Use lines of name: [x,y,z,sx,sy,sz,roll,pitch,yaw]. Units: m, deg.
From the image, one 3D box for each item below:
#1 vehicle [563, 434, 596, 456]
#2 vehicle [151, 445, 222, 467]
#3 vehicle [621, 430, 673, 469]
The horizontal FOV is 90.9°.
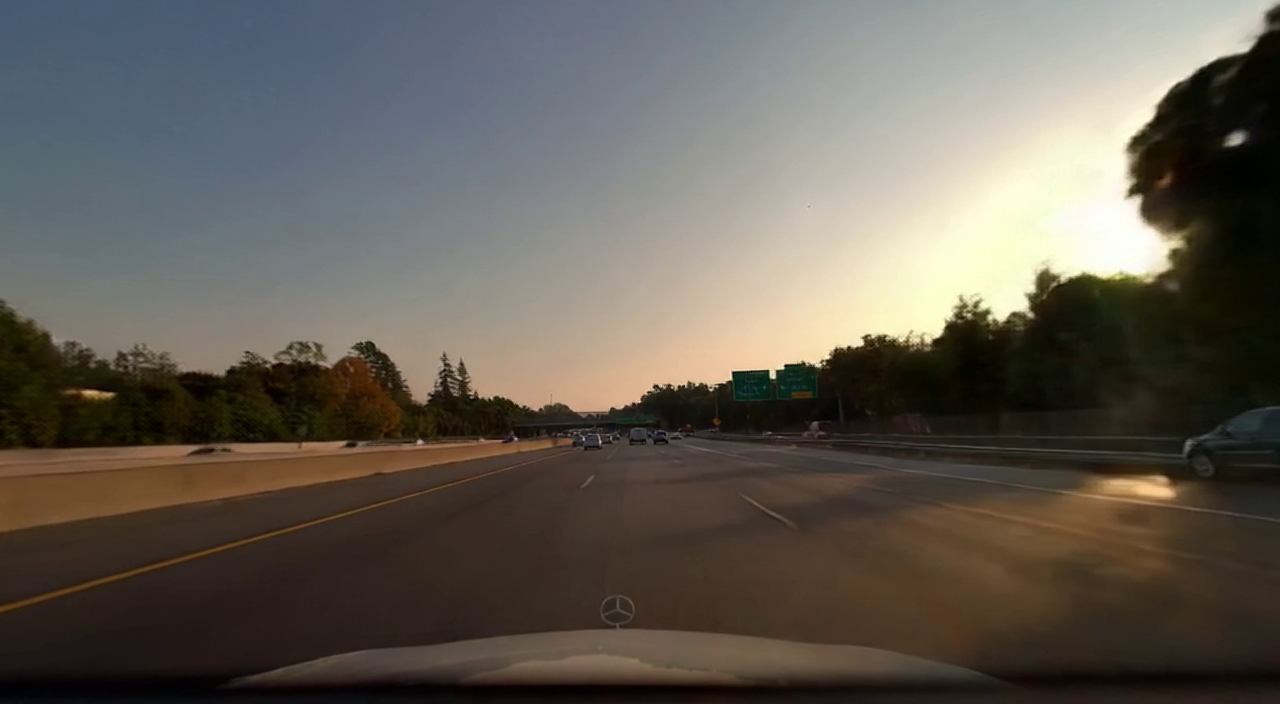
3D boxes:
vehicle: [-4.262,6.641,44.894,2.014,1.471,4.380,0,-8,-1]
vehicle: [-35.378,8.108,49.395,2.004,1.615,4.867,0,-8,-1]
vehicle: [0.225,4.247,27.597,2.086,1.554,3.875,0,-8,-2]
